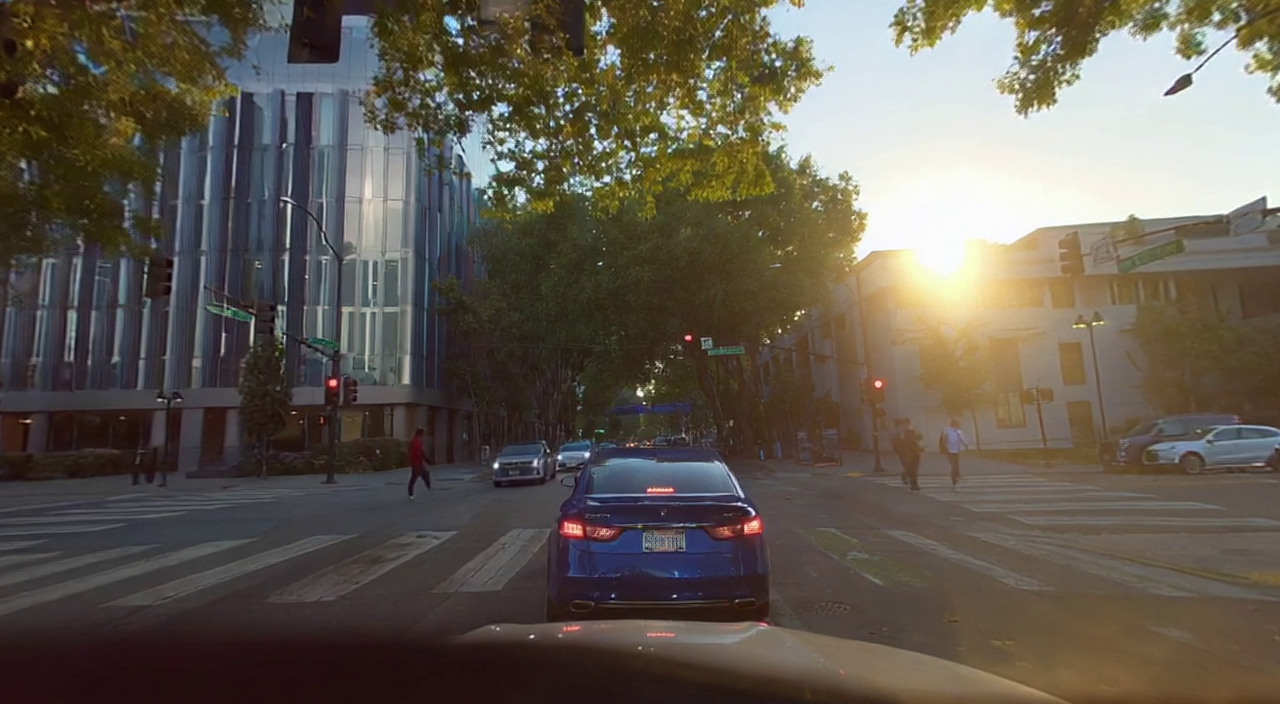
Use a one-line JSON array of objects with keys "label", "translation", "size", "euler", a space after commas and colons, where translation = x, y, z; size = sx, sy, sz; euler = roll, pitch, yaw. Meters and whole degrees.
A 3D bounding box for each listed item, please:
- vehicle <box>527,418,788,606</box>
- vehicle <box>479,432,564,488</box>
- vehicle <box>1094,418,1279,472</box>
[{"label": "vehicle", "translation": [-0.148, 1.646, 7.478], "size": [1.893, 1.532, 4.145], "euler": [2, -9, -16]}, {"label": "vehicle", "translation": [-4.082, 3.816, 22.574], "size": [2.006, 1.756, 4.599], "euler": [0, -8, 2]}, {"label": "vehicle", "translation": [19.124, 3.268, 22.219], "size": [4.675, 1.772, 1.945], "euler": [0, -8, -1]}]
